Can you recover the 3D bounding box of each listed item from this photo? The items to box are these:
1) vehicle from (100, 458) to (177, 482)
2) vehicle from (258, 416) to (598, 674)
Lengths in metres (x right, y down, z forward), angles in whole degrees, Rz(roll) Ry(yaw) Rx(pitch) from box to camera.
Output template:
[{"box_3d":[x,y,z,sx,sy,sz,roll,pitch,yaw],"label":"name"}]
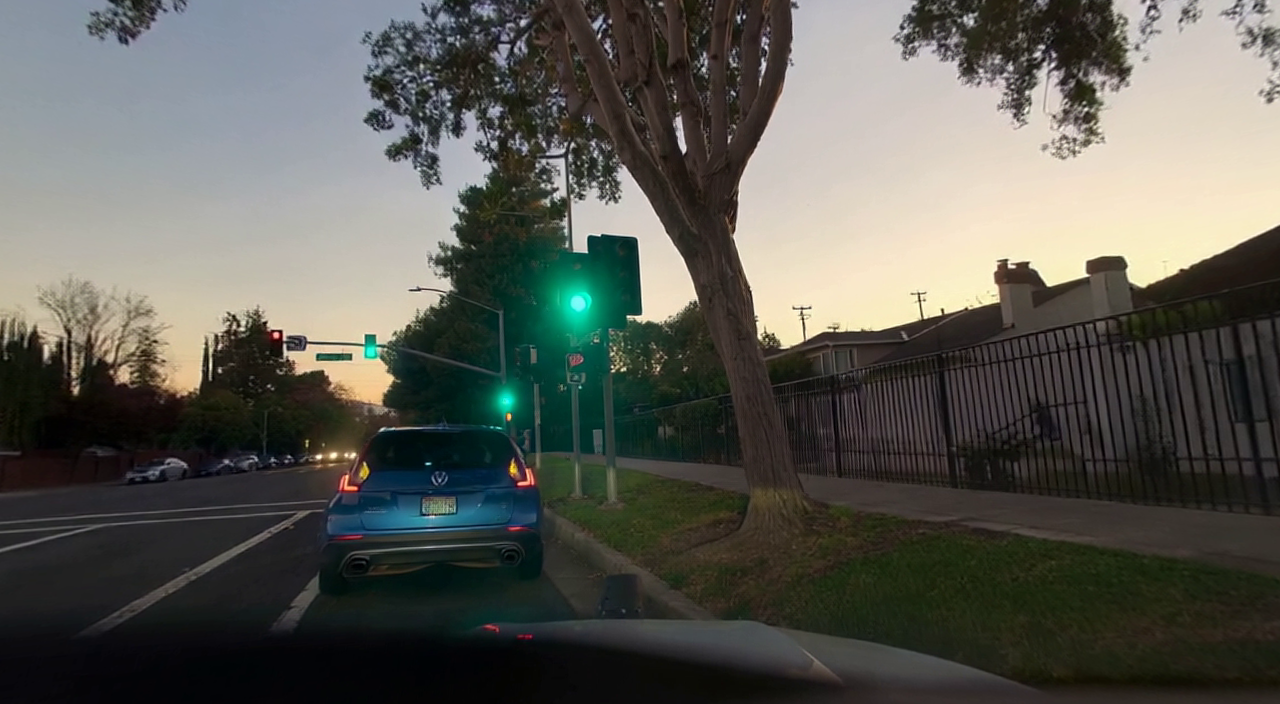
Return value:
[{"box_3d":[-37.240,8.736,47.011,3.959,1.680,1.785,2,-9,-11],"label":"vehicle"},{"box_3d":[-1.813,1.442,5.848,2.024,1.502,3.702,2,-9,-17],"label":"vehicle"}]
